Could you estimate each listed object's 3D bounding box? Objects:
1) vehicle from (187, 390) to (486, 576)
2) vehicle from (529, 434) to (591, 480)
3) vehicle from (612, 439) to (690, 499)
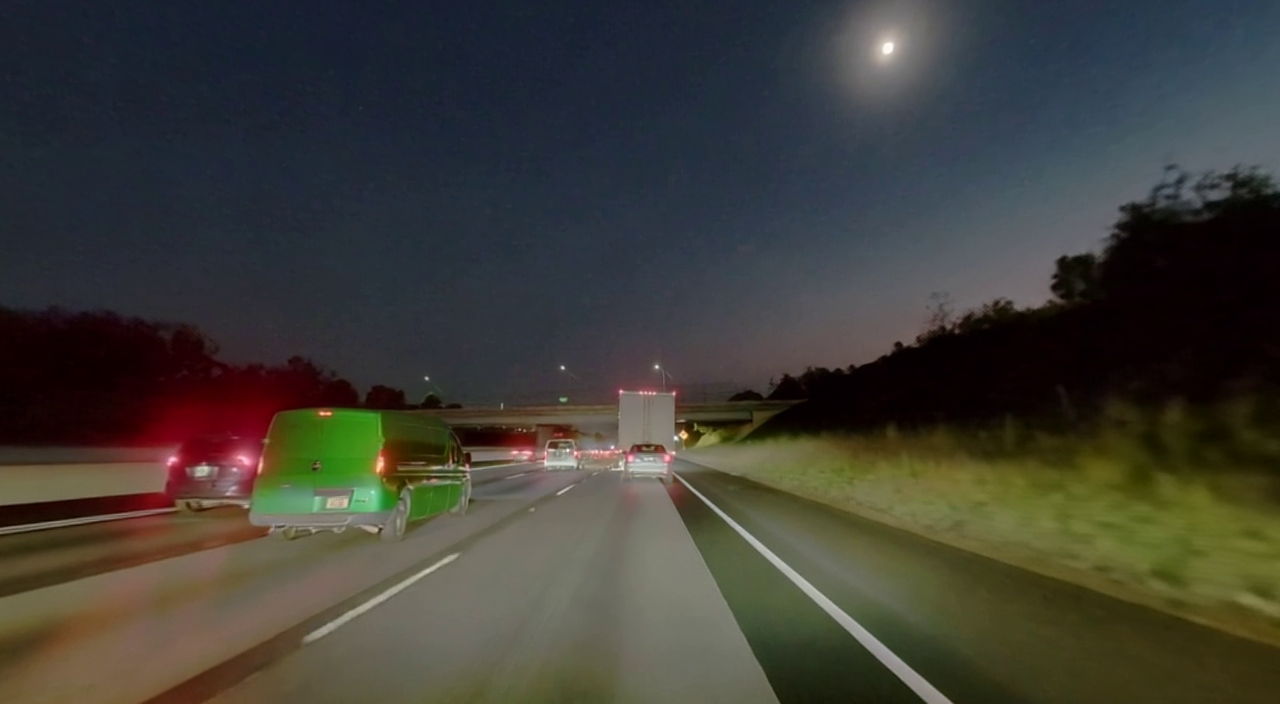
[{"bbox_3d":[-3.583,1.636,8.471,1.951,1.882,3.979,0,-9,1],"label":"vehicle"},{"bbox_3d":[-3.408,4.583,27.687,2.068,1.862,4.234,0,-9,1],"label":"vehicle"},{"bbox_3d":[0.264,3.248,17.764,1.991,1.507,3.391,0,-9,0],"label":"vehicle"}]
